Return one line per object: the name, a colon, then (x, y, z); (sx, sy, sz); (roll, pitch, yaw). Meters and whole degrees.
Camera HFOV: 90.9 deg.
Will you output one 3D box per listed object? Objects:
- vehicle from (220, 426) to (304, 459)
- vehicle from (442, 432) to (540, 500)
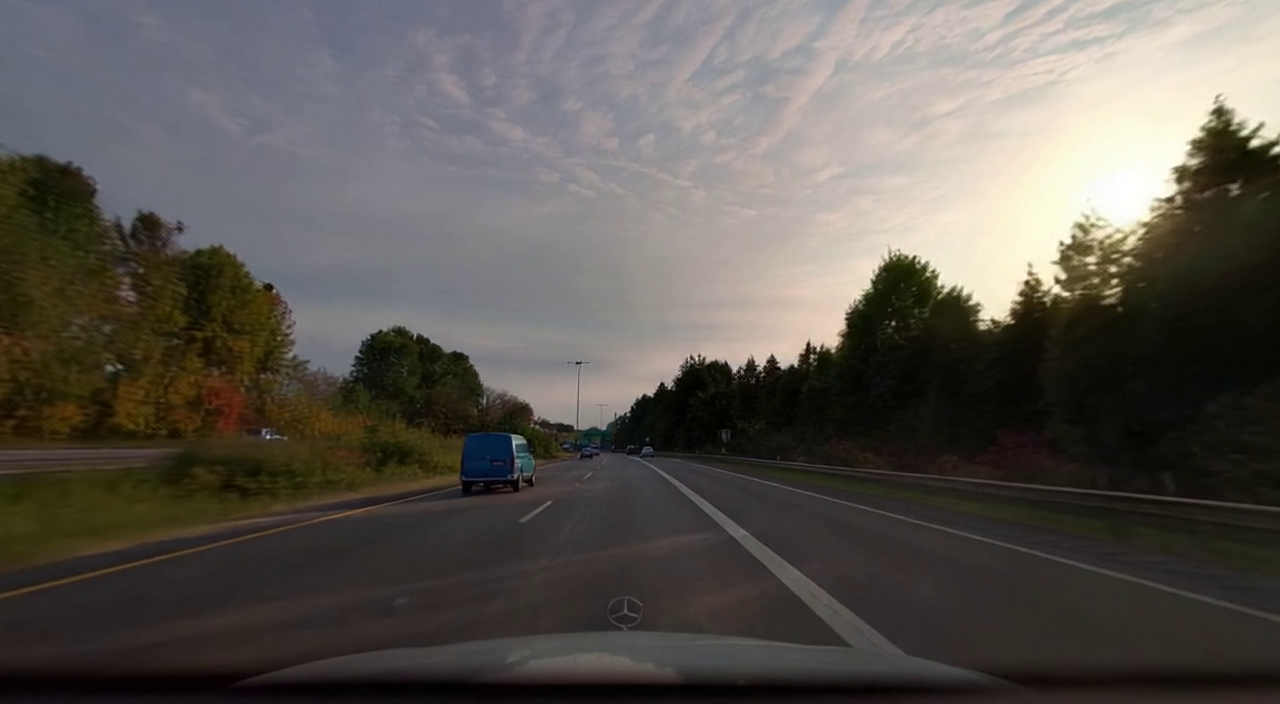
vehicle: (-18.550, 4.494, 31.096); (1.879, 1.492, 3.607); (0, -9, 0)
vehicle: (-4.349, 3.402, 19.157); (1.971, 1.795, 4.389); (0, -9, -1)
